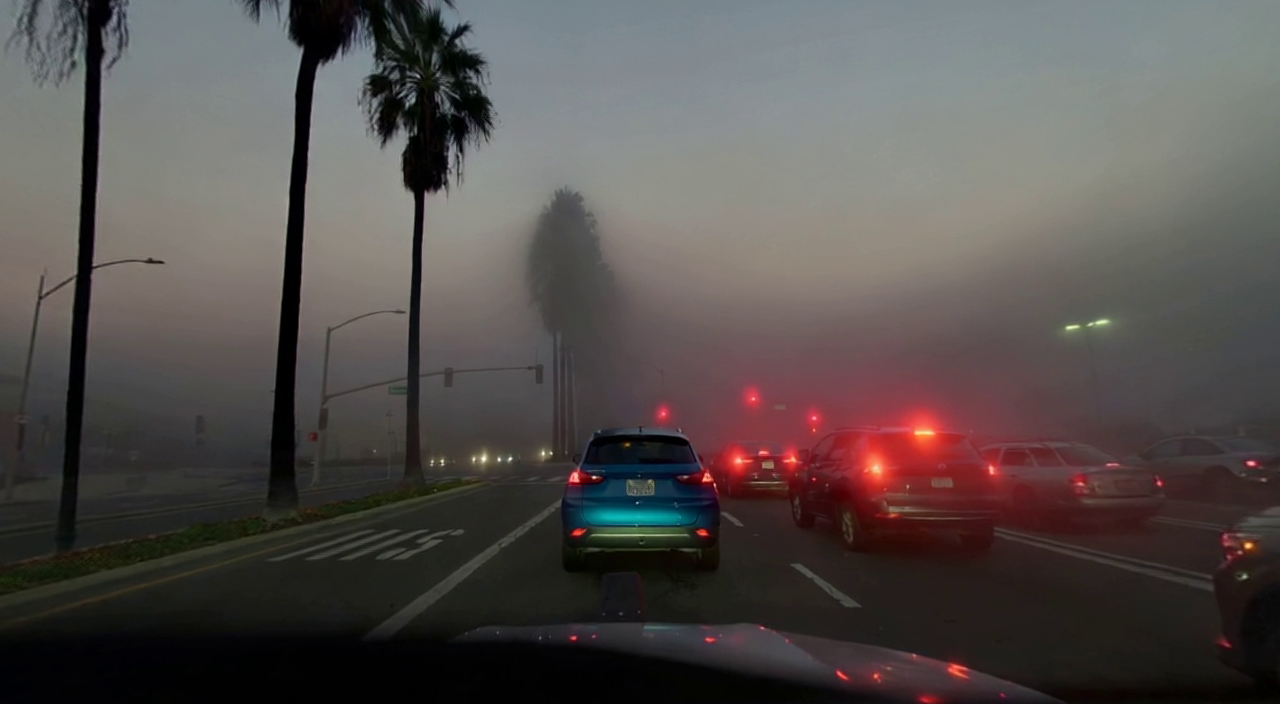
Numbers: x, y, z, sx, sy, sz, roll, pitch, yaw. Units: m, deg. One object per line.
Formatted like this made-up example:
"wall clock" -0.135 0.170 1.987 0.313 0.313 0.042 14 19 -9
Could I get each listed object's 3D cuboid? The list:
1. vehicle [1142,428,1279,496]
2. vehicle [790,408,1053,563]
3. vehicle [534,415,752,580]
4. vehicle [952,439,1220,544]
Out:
"vehicle" 18.034 3.205 18.521 4.786 1.848 2.107 0 -9 -1
"vehicle" 3.665 1.820 9.254 1.947 1.725 4.159 0 -9 1
"vehicle" 0.027 1.707 8.139 2.083 1.572 4.021 0 -9 0
"vehicle" 7.361 2.299 11.059 1.832 1.477 3.981 0 -9 1
